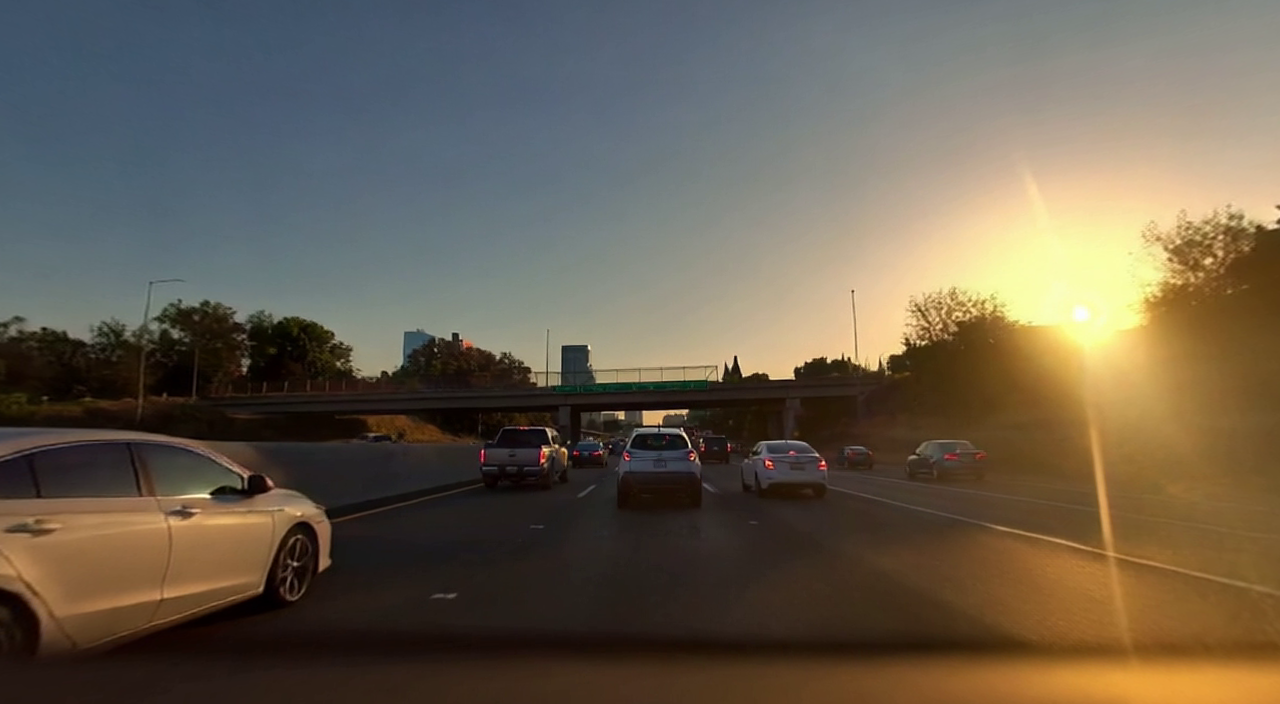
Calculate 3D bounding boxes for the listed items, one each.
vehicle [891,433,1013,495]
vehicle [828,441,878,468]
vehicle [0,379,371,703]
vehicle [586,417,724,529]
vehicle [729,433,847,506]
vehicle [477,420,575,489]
[{"bbox_3d":[9.994,3.596,20.587,1.977,1.795,4.208,0,-9,3],"label":"vehicle"},{"bbox_3d":[15.140,7.314,44.996,2.085,1.754,4.466,0,-9,1],"label":"vehicle"},{"bbox_3d":[-3.640,1.056,3.613,2.014,1.579,4.761,0,-9,1],"label":"vehicle"},{"bbox_3d":[0.270,2.246,12.206,2.181,1.756,4.167,0,-9,1],"label":"vehicle"},{"bbox_3d":[3.720,3.034,16.769,2.022,1.633,4.651,0,-9,0],"label":"vehicle"},{"bbox_3d":[-3.876,3.658,22.742,2.212,2.101,6.052,0,-9,2],"label":"vehicle"}]
